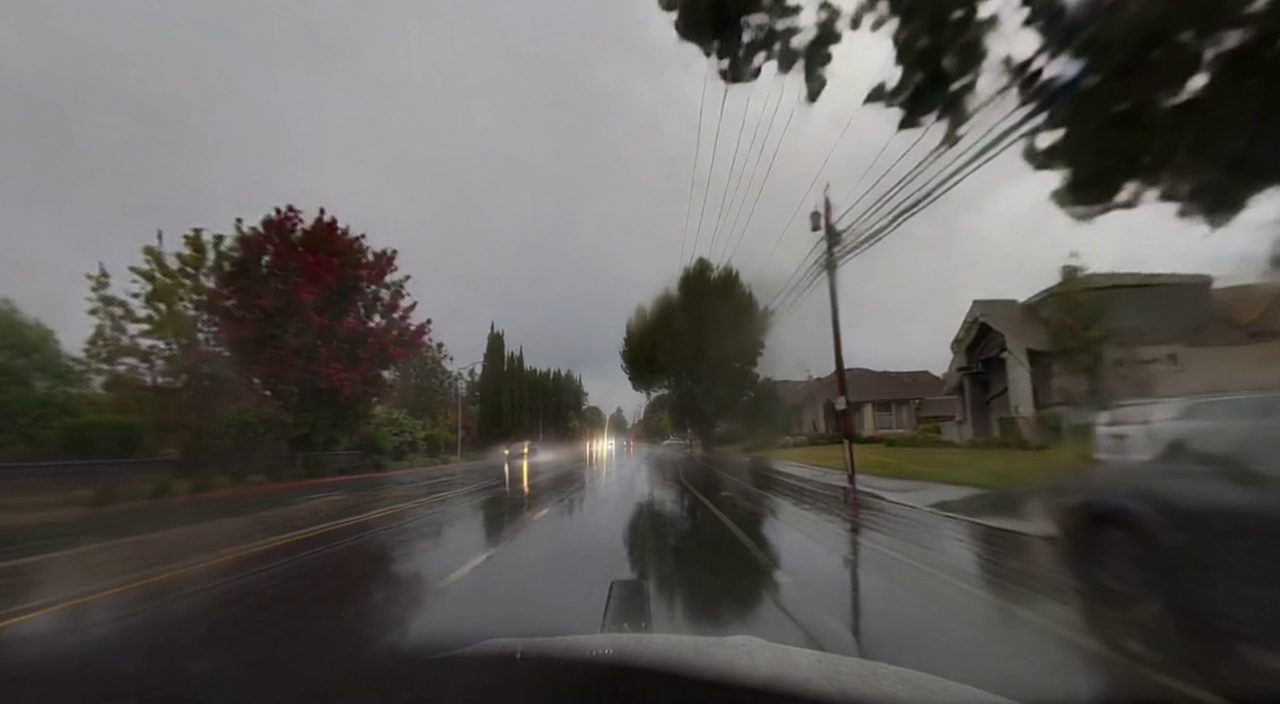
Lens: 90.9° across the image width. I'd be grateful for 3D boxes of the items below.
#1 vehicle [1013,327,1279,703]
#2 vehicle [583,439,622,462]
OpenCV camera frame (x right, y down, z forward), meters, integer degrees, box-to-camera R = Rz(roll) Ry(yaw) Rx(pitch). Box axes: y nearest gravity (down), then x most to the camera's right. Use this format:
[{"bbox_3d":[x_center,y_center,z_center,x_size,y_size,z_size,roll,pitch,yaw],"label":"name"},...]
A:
[{"bbox_3d":[4.316,0.728,2.426,2.336,1.885,5.298,0,-8,-2],"label":"vehicle"},{"bbox_3d":[-2.476,6.576,42.230,2.084,1.466,4.522,-1,-8,3],"label":"vehicle"}]
